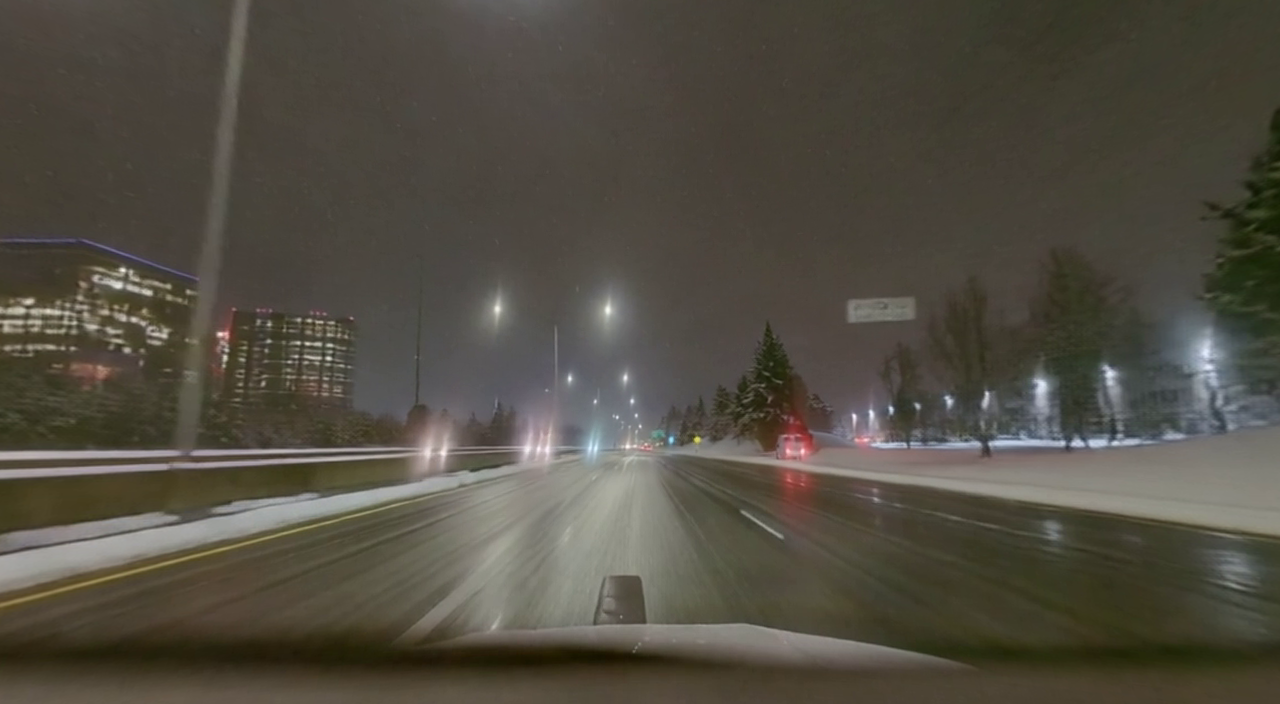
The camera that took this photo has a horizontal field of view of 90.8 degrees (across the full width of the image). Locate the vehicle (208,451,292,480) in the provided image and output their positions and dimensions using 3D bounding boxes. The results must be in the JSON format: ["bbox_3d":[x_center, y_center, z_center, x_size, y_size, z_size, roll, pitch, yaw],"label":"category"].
[{"bbox_3d":[-20.916,6.091,34.111,2.085,1.461,3.811,0,-9,0],"label":"vehicle"}]
